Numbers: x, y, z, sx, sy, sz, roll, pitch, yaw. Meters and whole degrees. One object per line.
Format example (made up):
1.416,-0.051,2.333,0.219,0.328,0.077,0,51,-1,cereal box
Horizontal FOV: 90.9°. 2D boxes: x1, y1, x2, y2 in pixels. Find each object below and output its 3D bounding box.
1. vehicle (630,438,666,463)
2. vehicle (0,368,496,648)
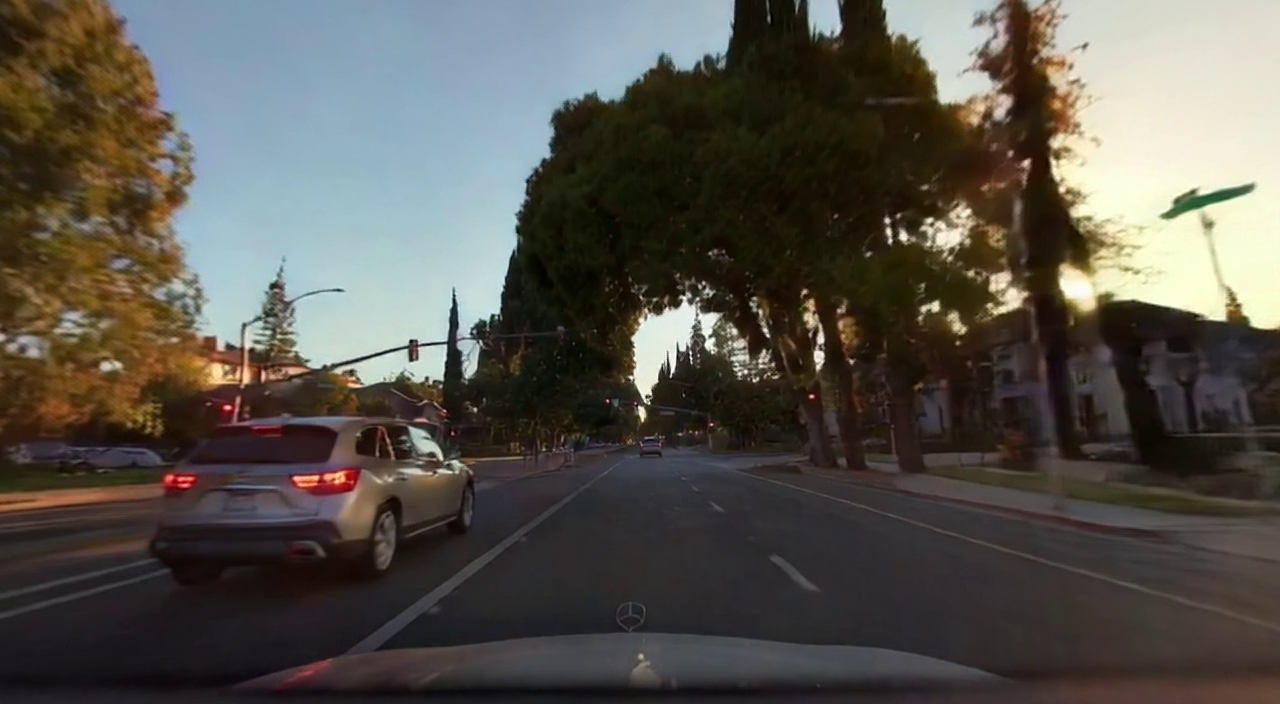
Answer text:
0.536,7.202,46.193,2.437,1.737,4.420,0,-8,-1,vehicle
-3.506,1.411,6.905,2.459,1.825,5.380,-1,-8,2,vehicle
